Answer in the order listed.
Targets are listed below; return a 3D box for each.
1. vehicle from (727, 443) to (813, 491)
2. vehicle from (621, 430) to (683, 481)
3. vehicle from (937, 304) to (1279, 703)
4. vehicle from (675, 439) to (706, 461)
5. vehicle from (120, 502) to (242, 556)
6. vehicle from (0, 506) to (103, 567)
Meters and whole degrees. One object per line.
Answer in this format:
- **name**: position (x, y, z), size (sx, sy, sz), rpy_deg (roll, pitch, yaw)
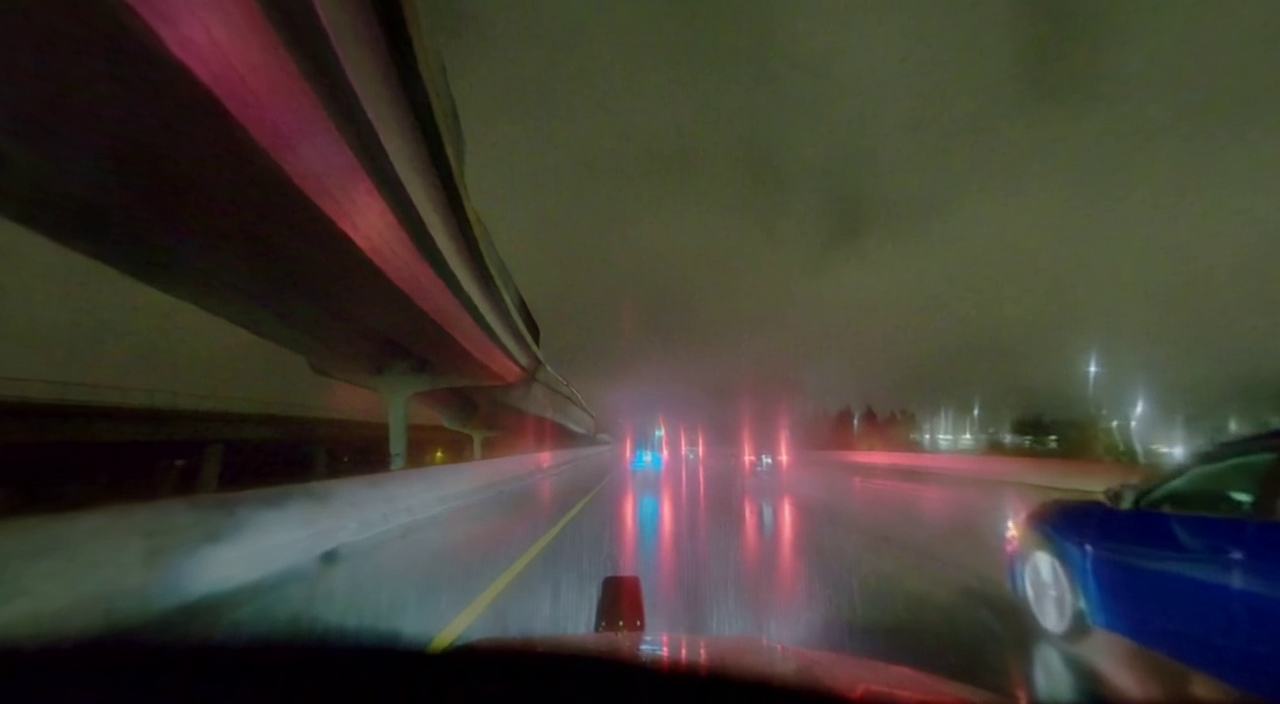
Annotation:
- **vehicle**: position (4.385, 3.940, 21.959), size (2.047, 1.500, 4.017), rpy_deg (1, -9, -2)
- **vehicle**: position (0.458, 4.162, 25.493), size (2.264, 1.841, 4.583), rpy_deg (0, -9, 0)
- **vehicle**: position (4.106, 0.861, 3.215), size (2.404, 2.014, 5.655), rpy_deg (0, -9, 0)
- **vehicle**: position (3.947, 7.733, 49.760), size (2.047, 1.700, 4.069), rpy_deg (0, -9, -1)
- **vehicle**: position (-19.132, 7.356, 26.518), size (1.939, 1.689, 4.298), rpy_deg (1, -9, -1)
- **vehicle**: position (-22.921, 6.785, 23.376), size (1.920, 1.675, 4.655), rpy_deg (1, -9, -3)
